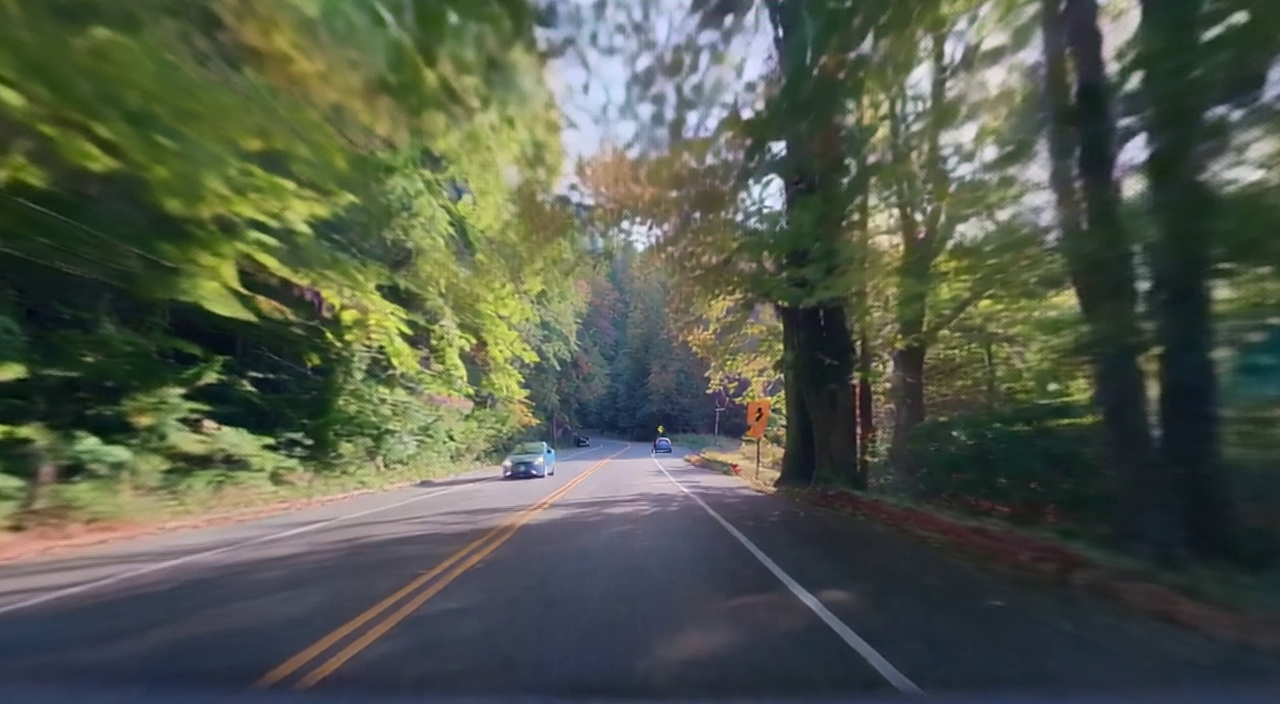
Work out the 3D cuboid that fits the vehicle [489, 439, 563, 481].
[{"bbox_3d":[-4.383,4.237,25.051,2.083,1.476,4.513,0,-9,0],"label":"vehicle"}]
